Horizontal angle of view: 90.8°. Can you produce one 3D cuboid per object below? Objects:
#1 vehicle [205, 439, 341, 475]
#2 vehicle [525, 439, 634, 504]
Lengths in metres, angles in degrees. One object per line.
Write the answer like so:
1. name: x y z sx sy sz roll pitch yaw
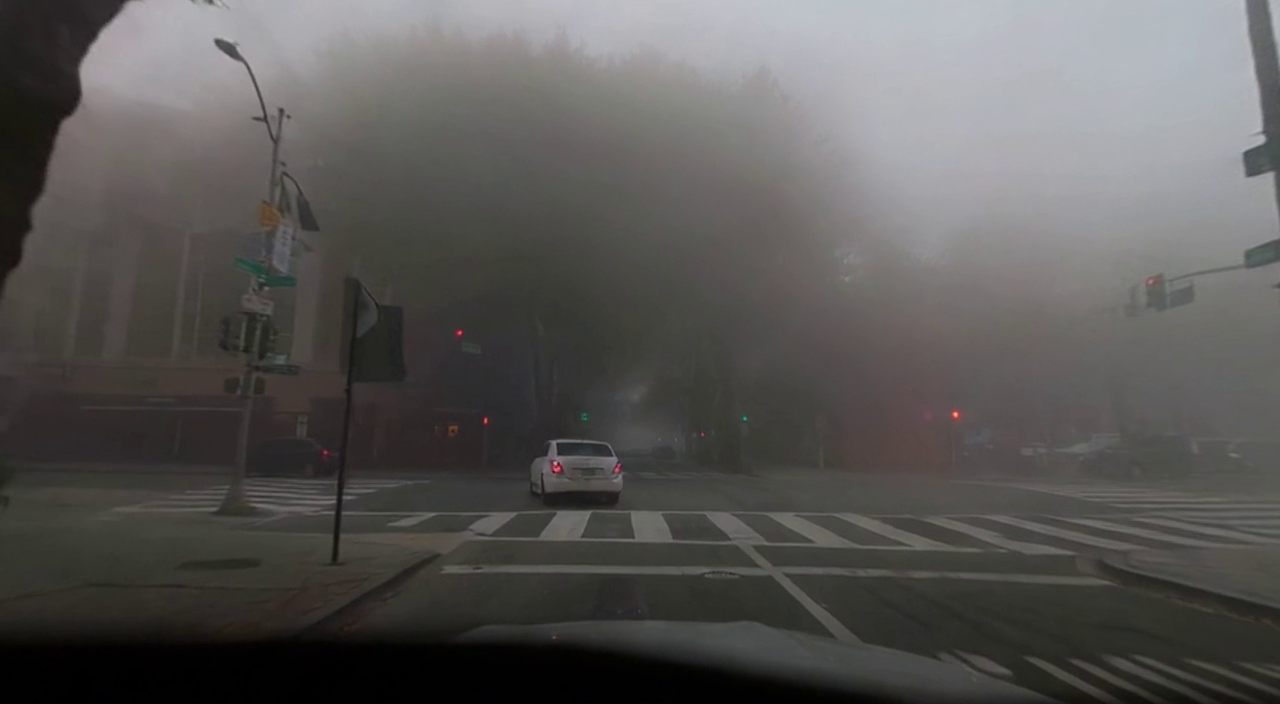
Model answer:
1. vehicle: -15.511 4.448 26.862 4.627 1.468 1.871 -1 -9 3
2. vehicle: -1.795 3.154 17.169 2.106 1.482 4.459 2 -9 -16
